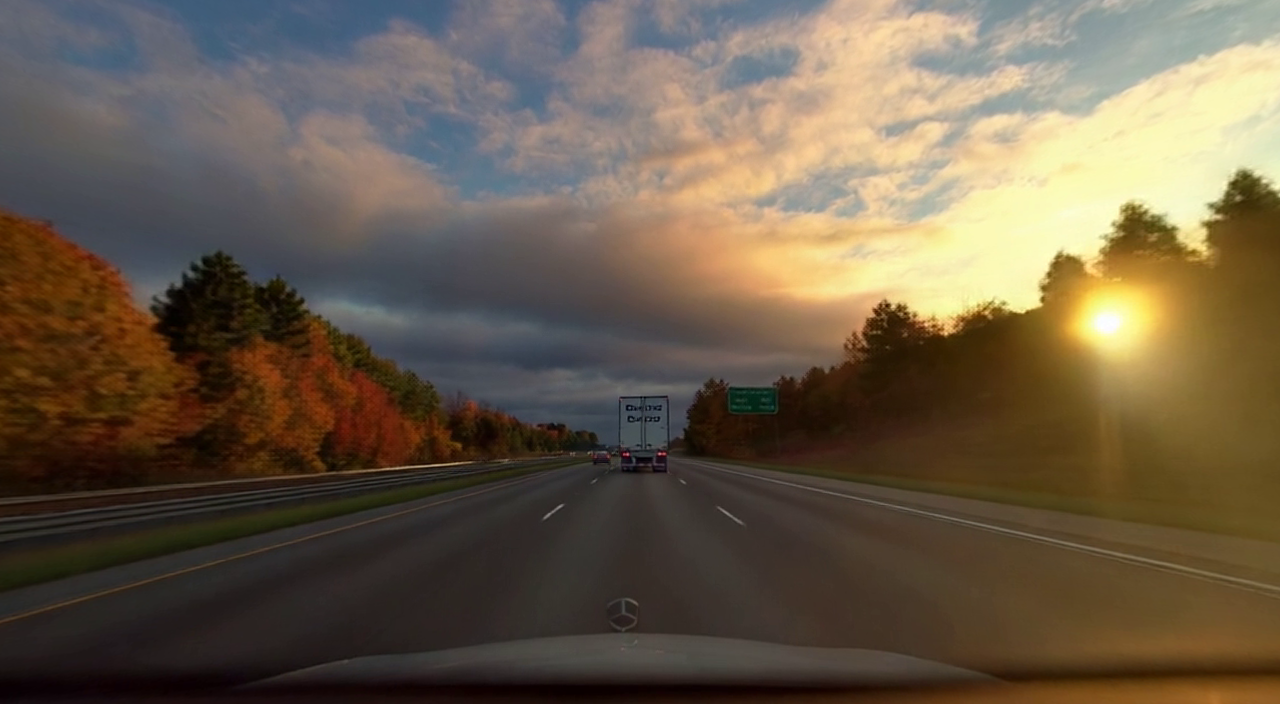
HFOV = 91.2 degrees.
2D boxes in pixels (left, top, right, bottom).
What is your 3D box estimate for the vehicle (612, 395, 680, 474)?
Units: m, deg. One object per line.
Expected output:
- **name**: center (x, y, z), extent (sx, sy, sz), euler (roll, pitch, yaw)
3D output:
- **vehicle**: center (0.313, 5.665, 41.631), extent (3.537, 4.071, 17.399), euler (0, -9, 0)
